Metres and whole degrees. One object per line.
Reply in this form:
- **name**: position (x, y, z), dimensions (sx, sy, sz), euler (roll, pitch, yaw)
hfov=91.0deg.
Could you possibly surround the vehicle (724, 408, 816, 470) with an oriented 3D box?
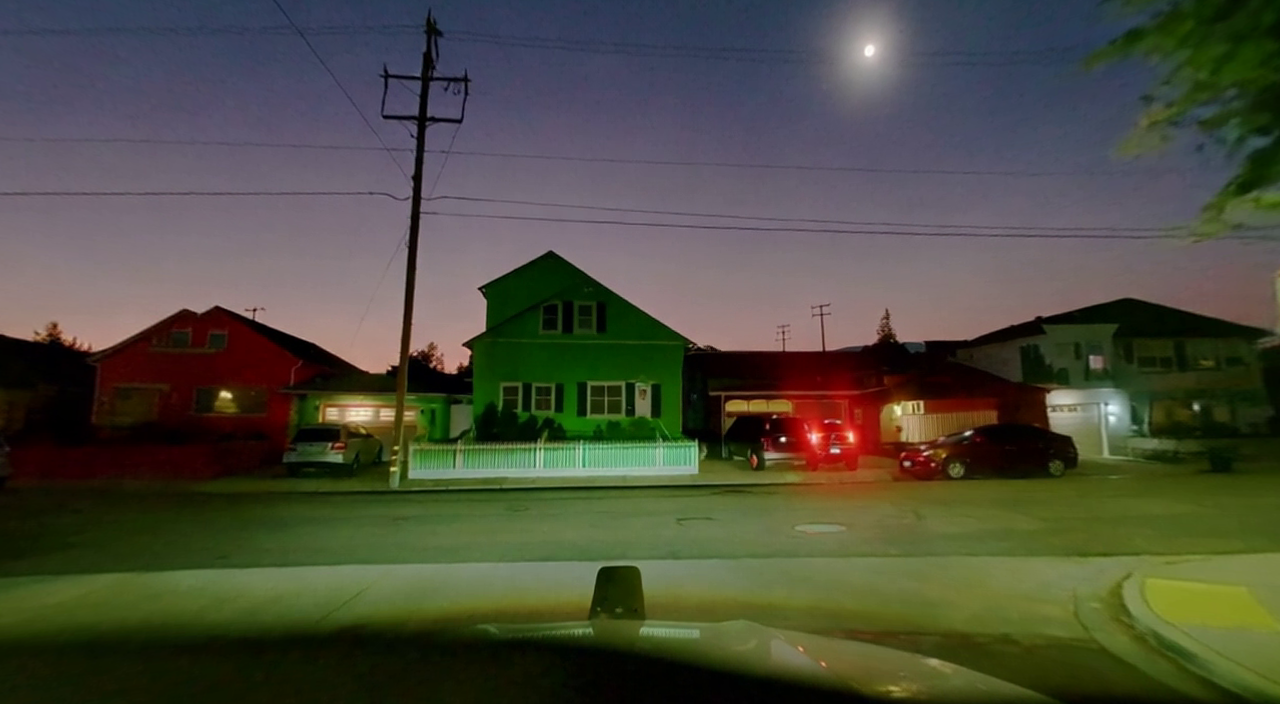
- **vehicle**: position (4.336, 2.958, 21.801), dimensions (2.081, 1.891, 4.367), euler (0, -6, -2)

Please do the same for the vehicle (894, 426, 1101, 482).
- **vehicle**: position (10.009, 2.902, 17.929), dimensions (4.644, 1.482, 1.997), euler (0, -9, 0)

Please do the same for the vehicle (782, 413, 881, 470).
- **vehicle**: position (6.517, 3.118, 21.957), dimensions (2.053, 1.756, 4.034), euler (0, -8, -2)

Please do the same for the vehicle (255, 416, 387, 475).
- **vehicle**: position (-10.483, 3.154, 21.184), dimensions (2.091, 1.760, 4.760), euler (0, -9, -2)
